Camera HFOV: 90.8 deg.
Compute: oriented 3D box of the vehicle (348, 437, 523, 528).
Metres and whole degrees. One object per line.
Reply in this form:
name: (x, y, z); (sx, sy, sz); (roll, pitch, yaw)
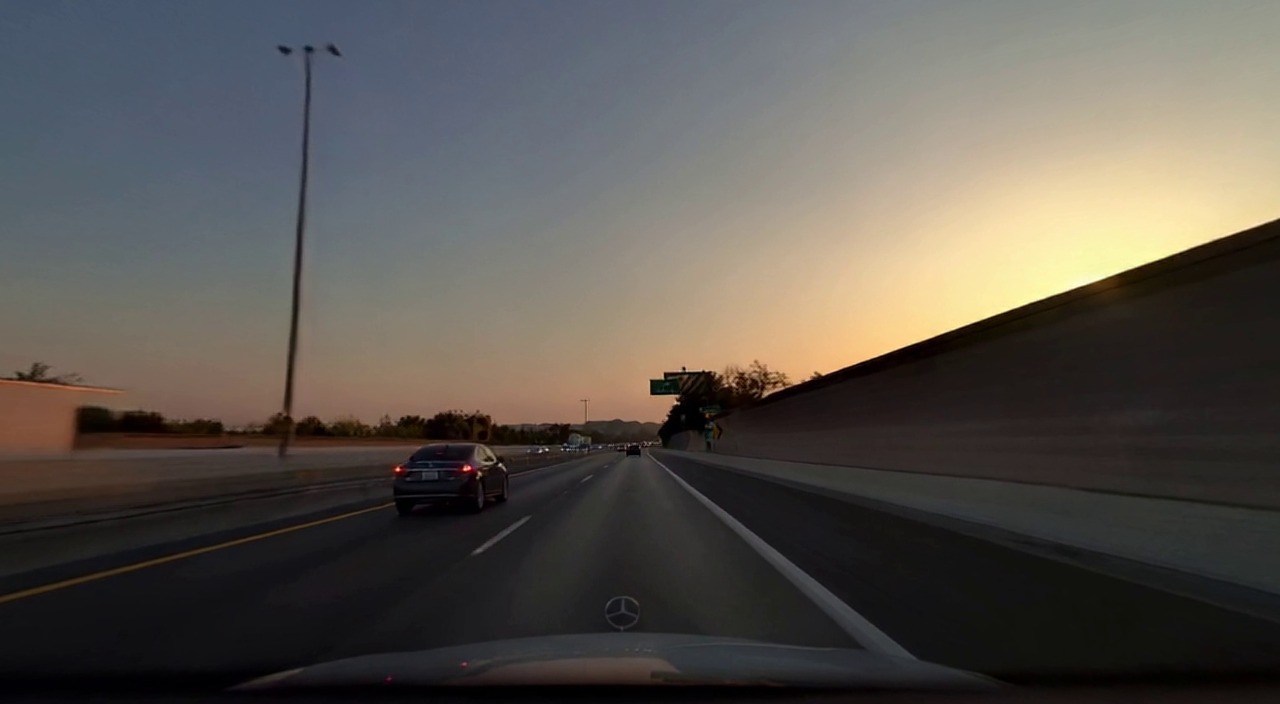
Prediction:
vehicle: (-3.989, 2.625, 13.304); (2.118, 1.562, 4.541); (-1, -9, 1)
